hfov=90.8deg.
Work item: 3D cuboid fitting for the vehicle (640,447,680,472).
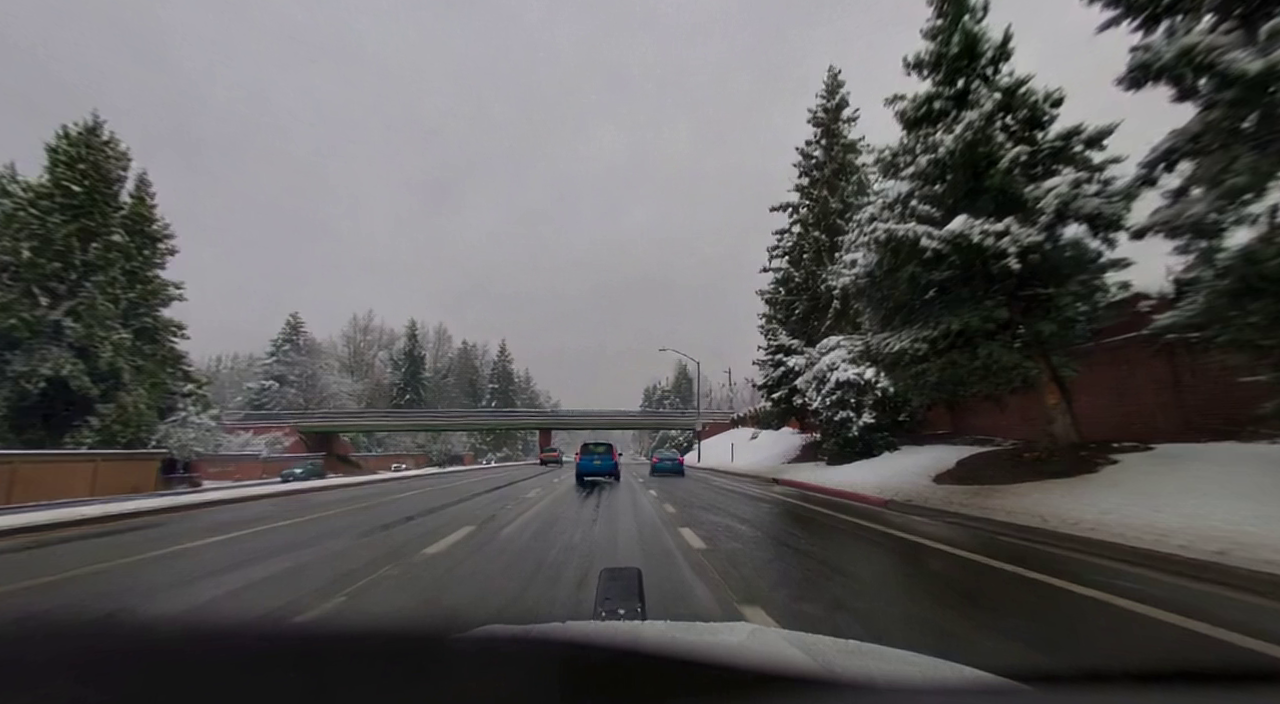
[{"bbox_3d":[1.254,7.012,41.441,2.205,1.509,4.272,0,-9,-3],"label":"vehicle"}]

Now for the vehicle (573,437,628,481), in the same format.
[{"bbox_3d":[-1.693,4.647,27.770,2.223,1.771,4.581,0,-9,-2],"label":"vehicle"}]
